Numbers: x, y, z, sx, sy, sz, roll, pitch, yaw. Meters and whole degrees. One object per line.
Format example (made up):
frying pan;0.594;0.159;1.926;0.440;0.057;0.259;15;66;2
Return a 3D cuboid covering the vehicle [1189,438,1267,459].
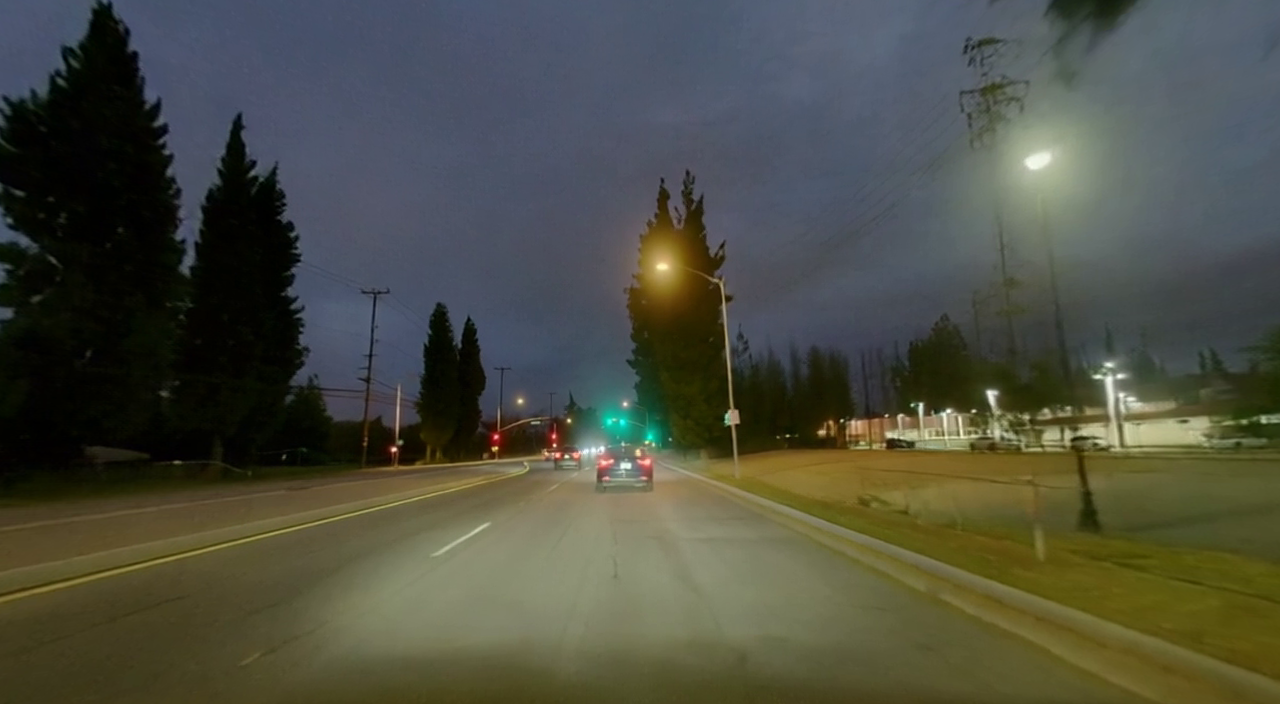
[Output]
vehicle;44.523;7.318;47.770;1.746;1.442;4.132;-3;-8;-2

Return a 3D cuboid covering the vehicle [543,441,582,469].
vehicle;-5.140;6.912;42.440;2.189;1.776;4.342;0;-9;-2

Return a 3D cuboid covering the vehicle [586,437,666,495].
vehicle;-0.488;3.567;20.126;2.235;1.597;4.918;0;-9;-2
